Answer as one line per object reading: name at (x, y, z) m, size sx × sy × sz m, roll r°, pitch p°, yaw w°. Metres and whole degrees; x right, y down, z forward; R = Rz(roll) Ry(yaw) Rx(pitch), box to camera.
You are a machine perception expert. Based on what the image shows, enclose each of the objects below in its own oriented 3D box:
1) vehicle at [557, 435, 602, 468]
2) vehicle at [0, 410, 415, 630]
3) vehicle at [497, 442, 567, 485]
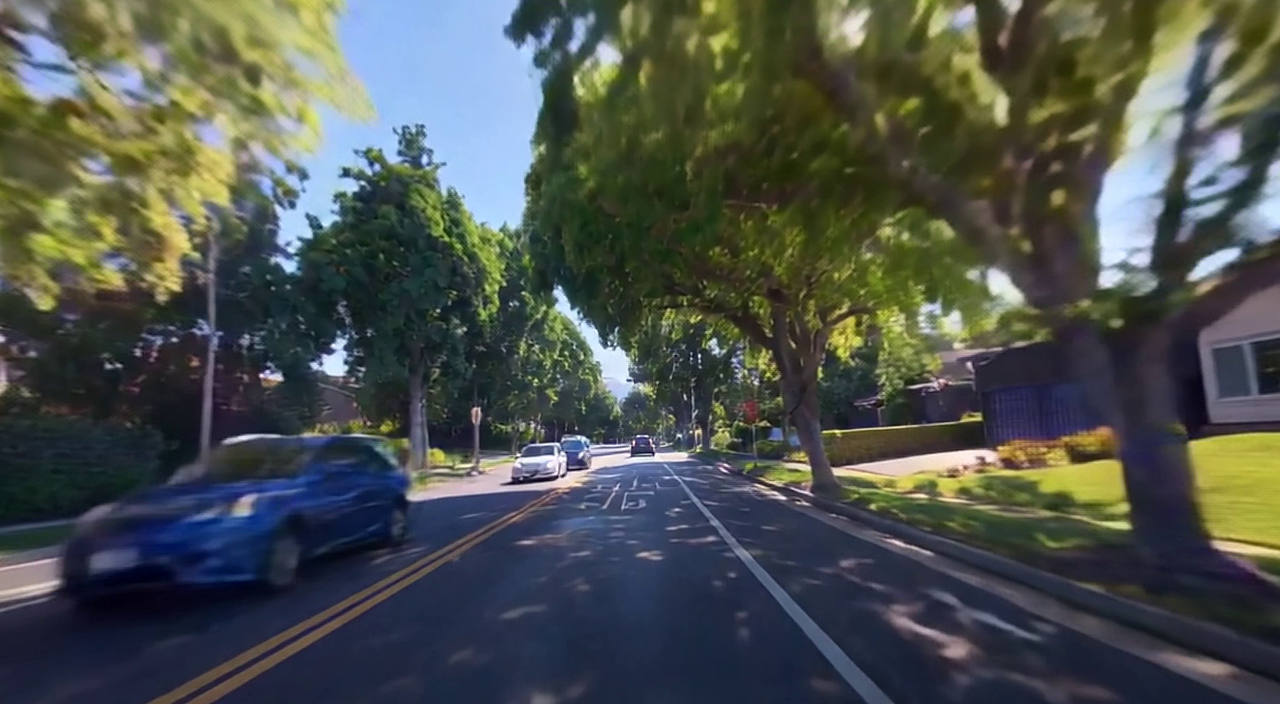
vehicle at (-3.882, 6.471, 41.163) m, size 2.267 × 1.975 × 5.112 m, roll 0°, pitch -8°, yaw 2°
vehicle at (-4.460, 1.634, 7.208) m, size 2.069 × 1.707 × 4.385 m, roll 0°, pitch -8°, yaw 1°
vehicle at (-4.109, 4.303, 24.681) m, size 1.905 × 1.510 × 4.172 m, roll 0°, pitch -8°, yaw 1°
